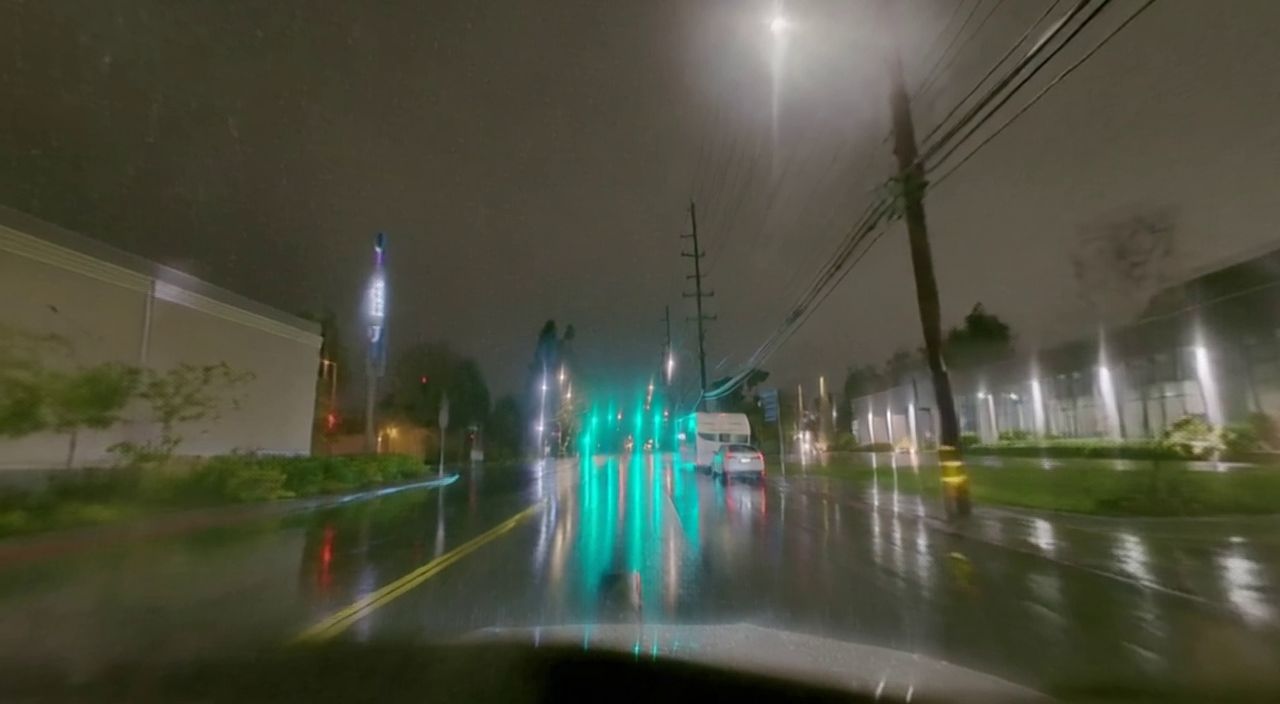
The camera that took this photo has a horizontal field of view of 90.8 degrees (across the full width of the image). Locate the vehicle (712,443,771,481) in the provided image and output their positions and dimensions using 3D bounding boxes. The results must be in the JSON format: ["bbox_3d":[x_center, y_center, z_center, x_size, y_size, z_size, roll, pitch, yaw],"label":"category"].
[{"bbox_3d":[4.437,4.852,28.145,1.852,1.497,3.672,-2,-8,-2],"label":"vehicle"}]

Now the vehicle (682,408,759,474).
[{"bbox_3d":[4.271,5.039,35.620,3.110,3.241,8.788,0,-9,0],"label":"vehicle"}]
